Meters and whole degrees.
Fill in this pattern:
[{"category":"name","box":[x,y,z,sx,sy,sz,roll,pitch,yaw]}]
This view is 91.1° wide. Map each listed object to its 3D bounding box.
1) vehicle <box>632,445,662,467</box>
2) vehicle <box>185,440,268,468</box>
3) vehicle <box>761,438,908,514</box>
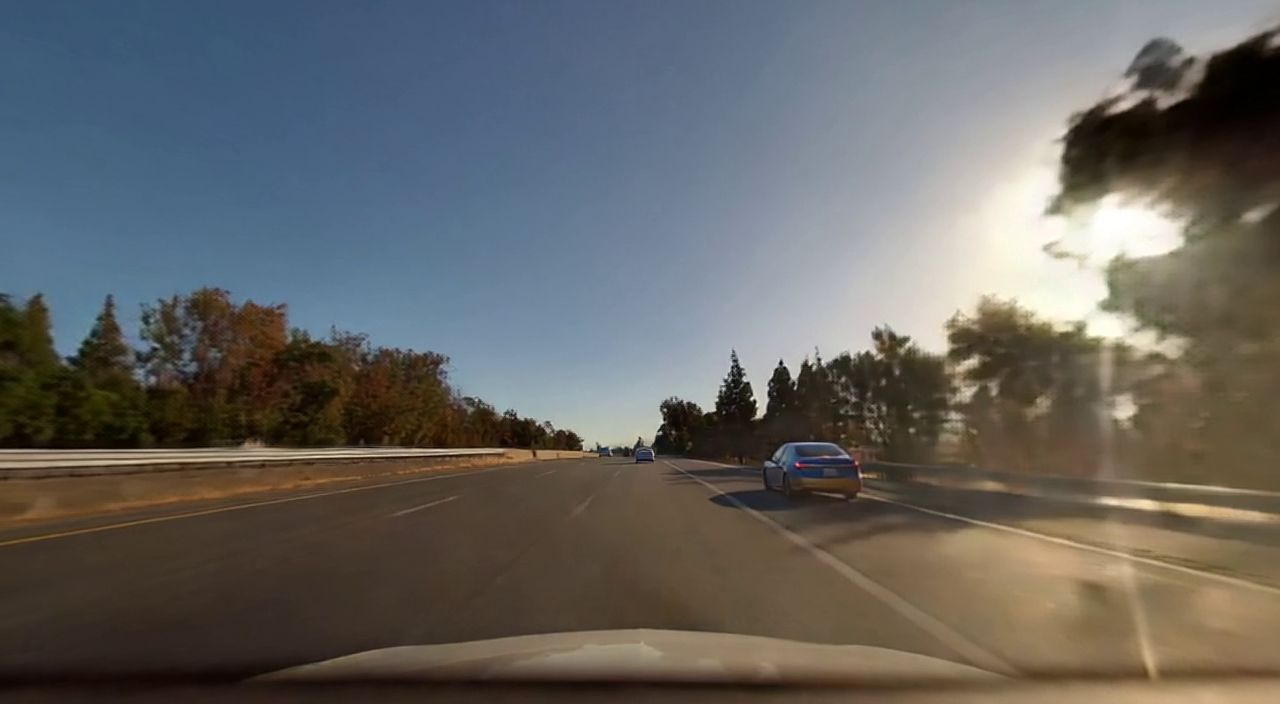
[{"category":"vehicle","box":[0.475,7.506,45.498,2.052,1.449,3.857,0,-9,0]},{"category":"vehicle","box":[-24.848,6.119,37.936,1.859,1.533,4.586,-1,-9,1]},{"category":"vehicle","box":[4.391,2.859,15.056,2.008,1.524,4.598,0,-9,-1]}]
